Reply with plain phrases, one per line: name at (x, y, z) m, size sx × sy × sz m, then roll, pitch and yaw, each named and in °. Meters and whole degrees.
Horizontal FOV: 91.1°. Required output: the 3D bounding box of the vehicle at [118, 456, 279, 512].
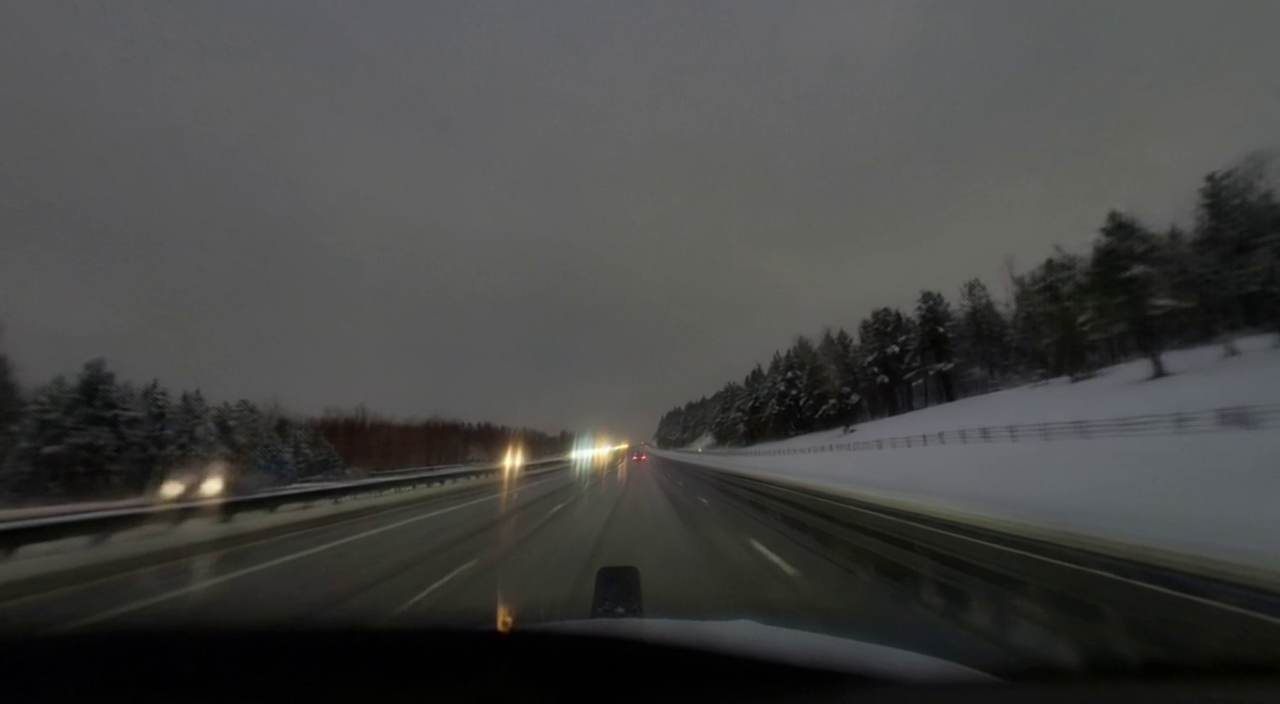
vehicle at (-13.633, 4.057, 19.827) m, size 1.805 × 1.488 × 4.503 m, roll 0°, pitch -9°, yaw 0°
